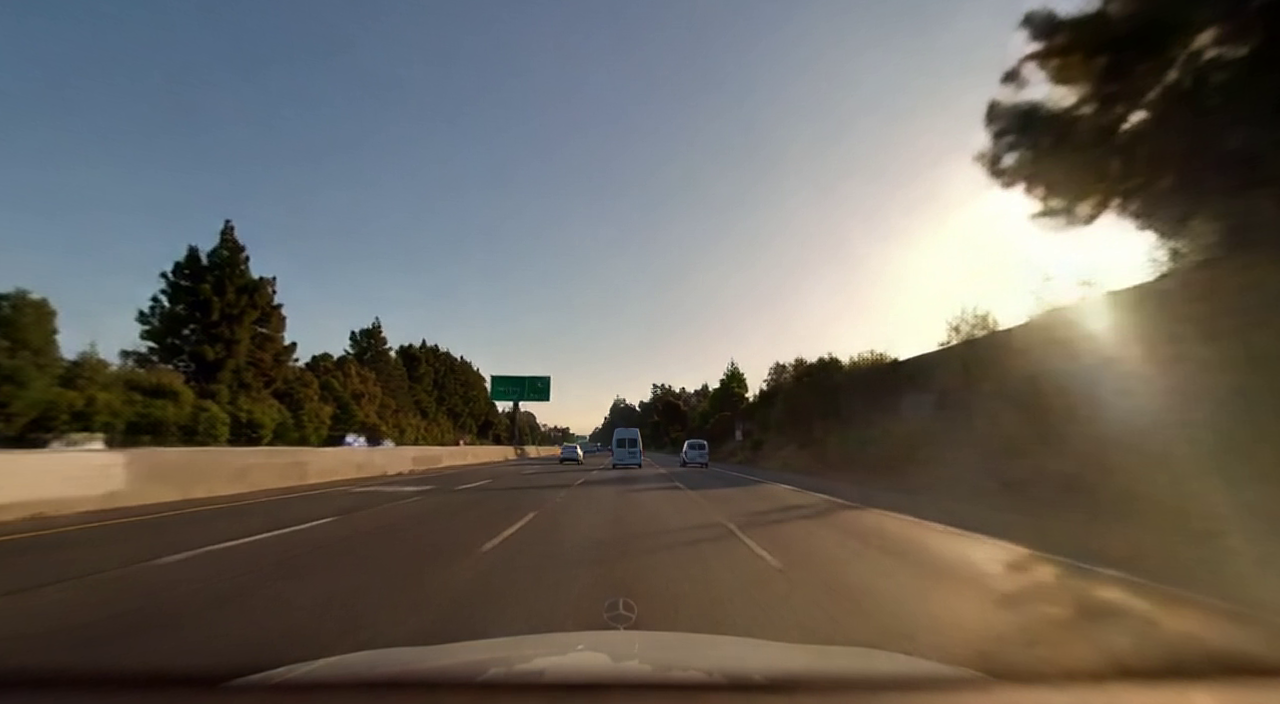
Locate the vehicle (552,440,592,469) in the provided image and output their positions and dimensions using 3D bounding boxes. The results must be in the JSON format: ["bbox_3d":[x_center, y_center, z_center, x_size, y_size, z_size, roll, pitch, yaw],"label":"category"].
[{"bbox_3d":[-4.200,6.448,39.791,2.023,1.709,4.263,0,-8,0],"label":"vehicle"}]

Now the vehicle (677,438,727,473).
[{"bbox_3d":[3.304,5.642,34.719,2.160,1.759,4.214,0,-8,-2],"label":"vehicle"}]

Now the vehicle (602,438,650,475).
[{"bbox_3d":[-0.716,5.391,32.767,2.297,1.783,4.355,0,-8,-1],"label":"vehicle"}]

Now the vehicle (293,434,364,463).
[{"bbox_3d":[-17.893,5.587,36.526,2.204,1.562,3.751,0,-8,-1],"label":"vehicle"}]
